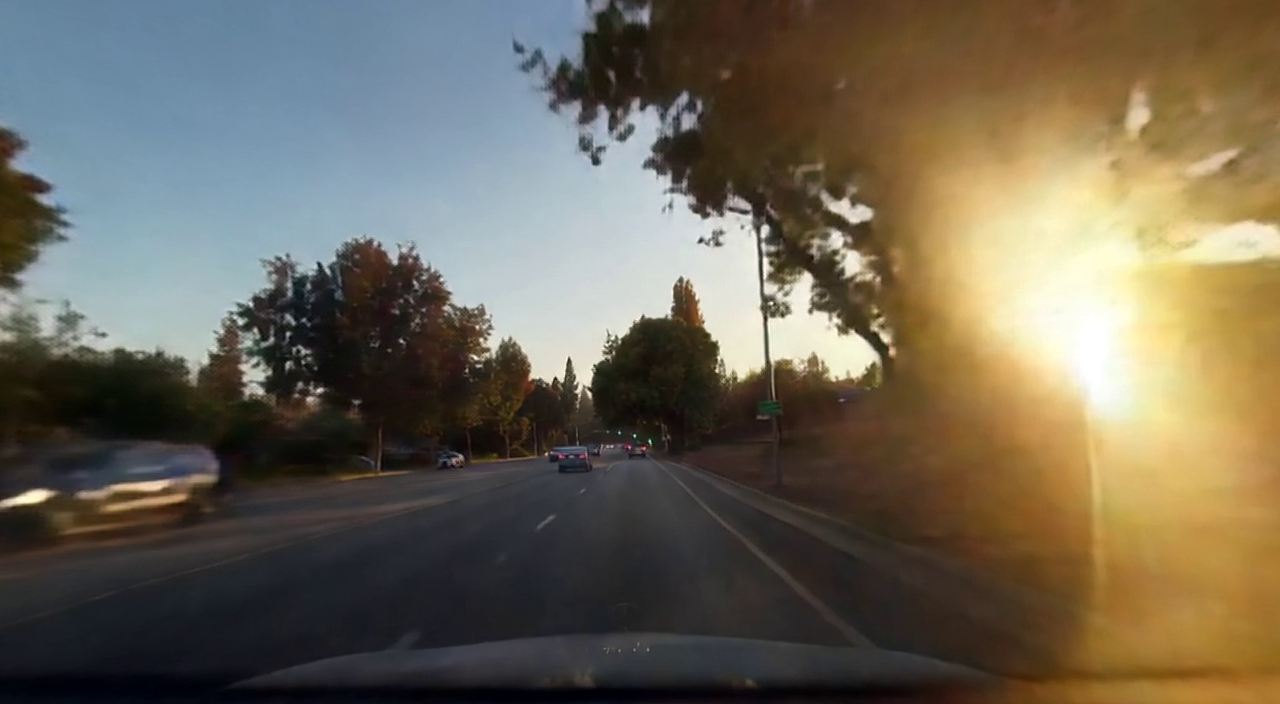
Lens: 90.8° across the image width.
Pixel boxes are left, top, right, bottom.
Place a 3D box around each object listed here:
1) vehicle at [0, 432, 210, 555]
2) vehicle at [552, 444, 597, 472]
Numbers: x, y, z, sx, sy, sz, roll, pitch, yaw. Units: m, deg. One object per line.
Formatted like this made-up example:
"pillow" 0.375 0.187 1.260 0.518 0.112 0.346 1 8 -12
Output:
"vehicle" -10.075 2.272 10.735 2.168 1.703 4.753 0 -8 0
"vehicle" -3.520 5.757 34.593 1.992 1.447 4.044 0 -8 0
